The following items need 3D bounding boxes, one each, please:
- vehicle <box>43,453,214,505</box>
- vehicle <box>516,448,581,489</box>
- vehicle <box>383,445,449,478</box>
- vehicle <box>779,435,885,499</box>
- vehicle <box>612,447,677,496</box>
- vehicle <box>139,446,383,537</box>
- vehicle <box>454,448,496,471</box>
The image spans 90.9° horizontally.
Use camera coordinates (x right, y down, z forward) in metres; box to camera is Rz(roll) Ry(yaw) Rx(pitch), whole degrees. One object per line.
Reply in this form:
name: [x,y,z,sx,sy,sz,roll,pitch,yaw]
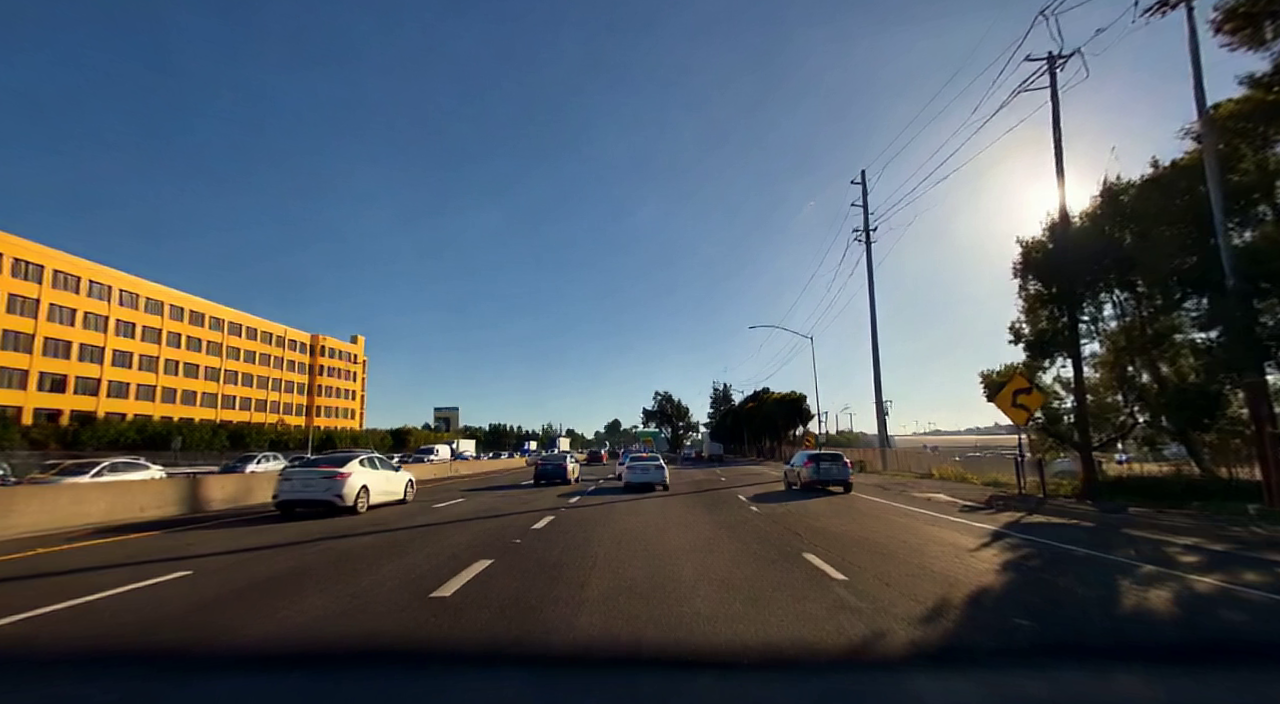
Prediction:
vehicle: [-16.824,4.160,21.131,1.854,1.433,4.603,-1,-8,1]
vehicle: [-3.698,4.790,26.286,2.034,1.466,4.363,-1,-8,1]
vehicle: [-12.756,6.251,36.221,2.037,1.712,4.530,-1,-8,1]
vehicle: [6.060,3.674,20.609,2.106,1.817,4.845,-1,-8,3]
vehicle: [0.132,4.167,22.399,2.107,1.538,3.999,0,-8,0]
vehicle: [-7.372,2.710,13.062,2.069,1.488,4.780,0,-8,0]
vehicle: [-12.548,8.186,48.227,1.991,1.537,4.464,0,-8,0]
